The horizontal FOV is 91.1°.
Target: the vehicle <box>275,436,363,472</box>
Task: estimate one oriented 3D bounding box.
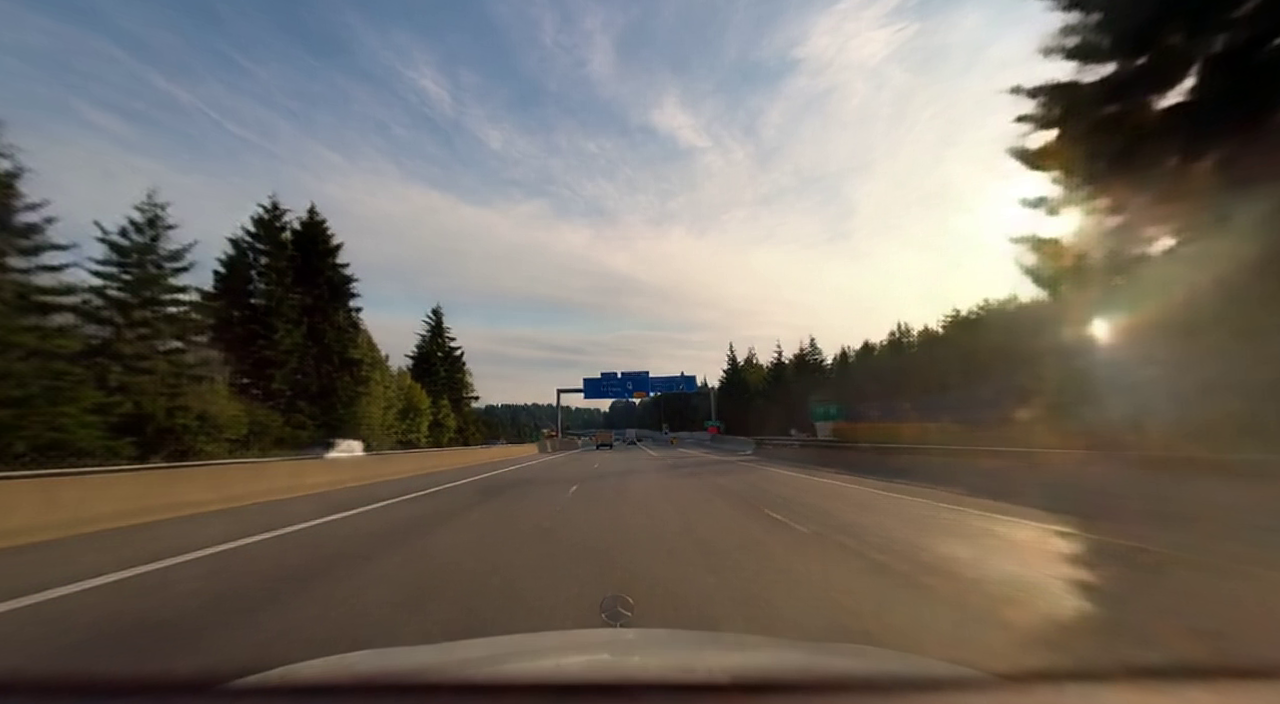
[{"bbox_3d":[-16.761,5.320,33.175,2.037,1.742,4.985,0,-8,0],"label":"vehicle"}]
